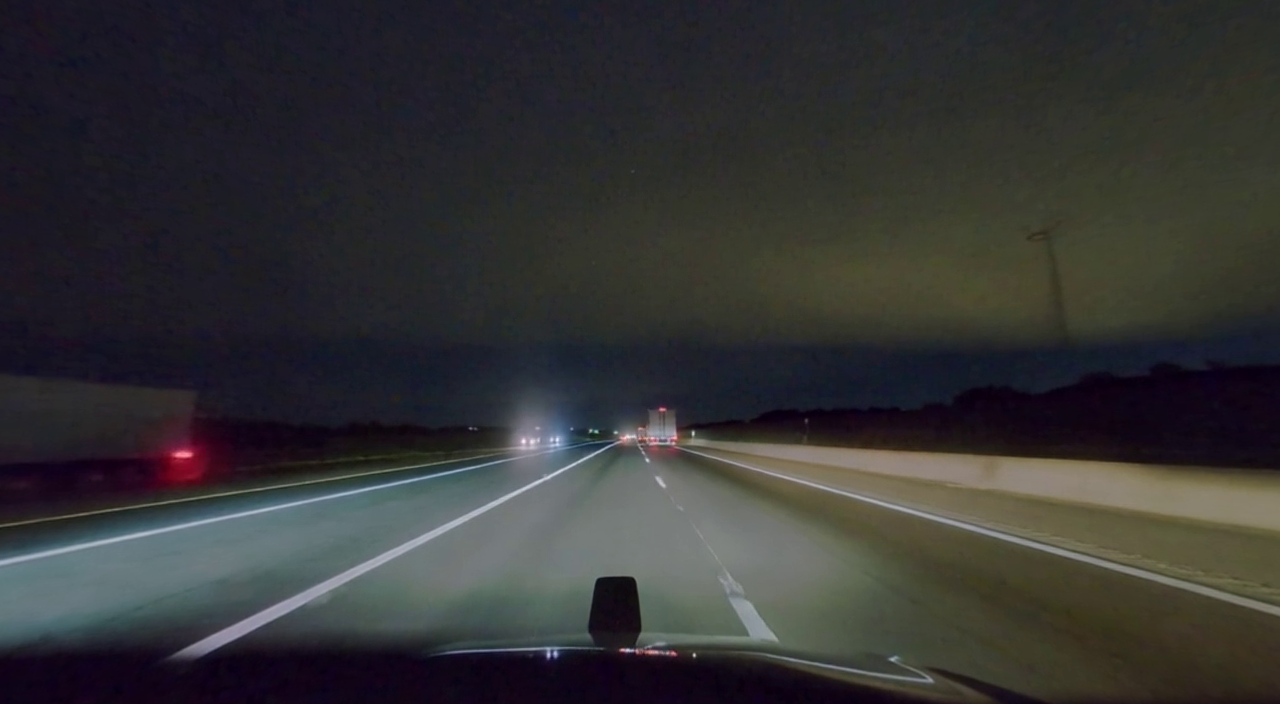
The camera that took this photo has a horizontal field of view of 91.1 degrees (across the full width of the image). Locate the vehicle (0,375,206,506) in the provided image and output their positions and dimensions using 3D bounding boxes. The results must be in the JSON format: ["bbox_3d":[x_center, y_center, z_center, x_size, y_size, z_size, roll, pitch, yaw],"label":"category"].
[{"bbox_3d":[-19.787,3.094,22.151,2.903,3.736,8.581,0,-8,-1],"label":"vehicle"}]
